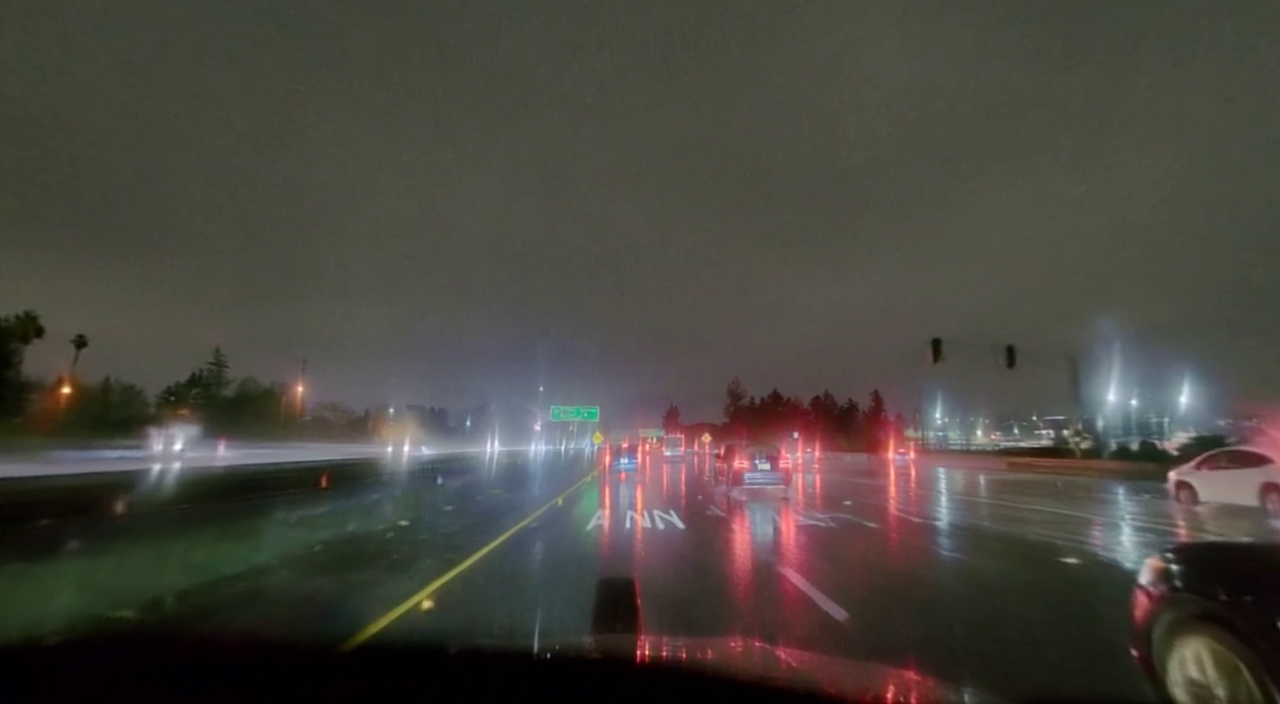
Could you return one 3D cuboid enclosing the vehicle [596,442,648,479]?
[{"bbox_3d":[-0.751,4.671,27.387,2.069,1.470,4.004,0,-9,-1],"label":"vehicle"}]

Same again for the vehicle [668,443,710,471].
[{"bbox_3d":[2.741,6.038,36.556,1.916,1.487,4.117,0,-9,-3],"label":"vehicle"}]

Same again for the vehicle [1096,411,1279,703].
[{"bbox_3d":[3.307,0.748,0.948,1.996,1.455,4.281,0,-9,-1],"label":"vehicle"}]

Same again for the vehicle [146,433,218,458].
[{"bbox_3d":[-32.199,6.592,44.583,1.865,1.651,4.323,0,-9,-1],"label":"vehicle"}]

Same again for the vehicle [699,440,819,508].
[{"bbox_3d":[2.795,2.979,15.975,2.042,1.460,4.451,0,-9,-2],"label":"vehicle"}]
